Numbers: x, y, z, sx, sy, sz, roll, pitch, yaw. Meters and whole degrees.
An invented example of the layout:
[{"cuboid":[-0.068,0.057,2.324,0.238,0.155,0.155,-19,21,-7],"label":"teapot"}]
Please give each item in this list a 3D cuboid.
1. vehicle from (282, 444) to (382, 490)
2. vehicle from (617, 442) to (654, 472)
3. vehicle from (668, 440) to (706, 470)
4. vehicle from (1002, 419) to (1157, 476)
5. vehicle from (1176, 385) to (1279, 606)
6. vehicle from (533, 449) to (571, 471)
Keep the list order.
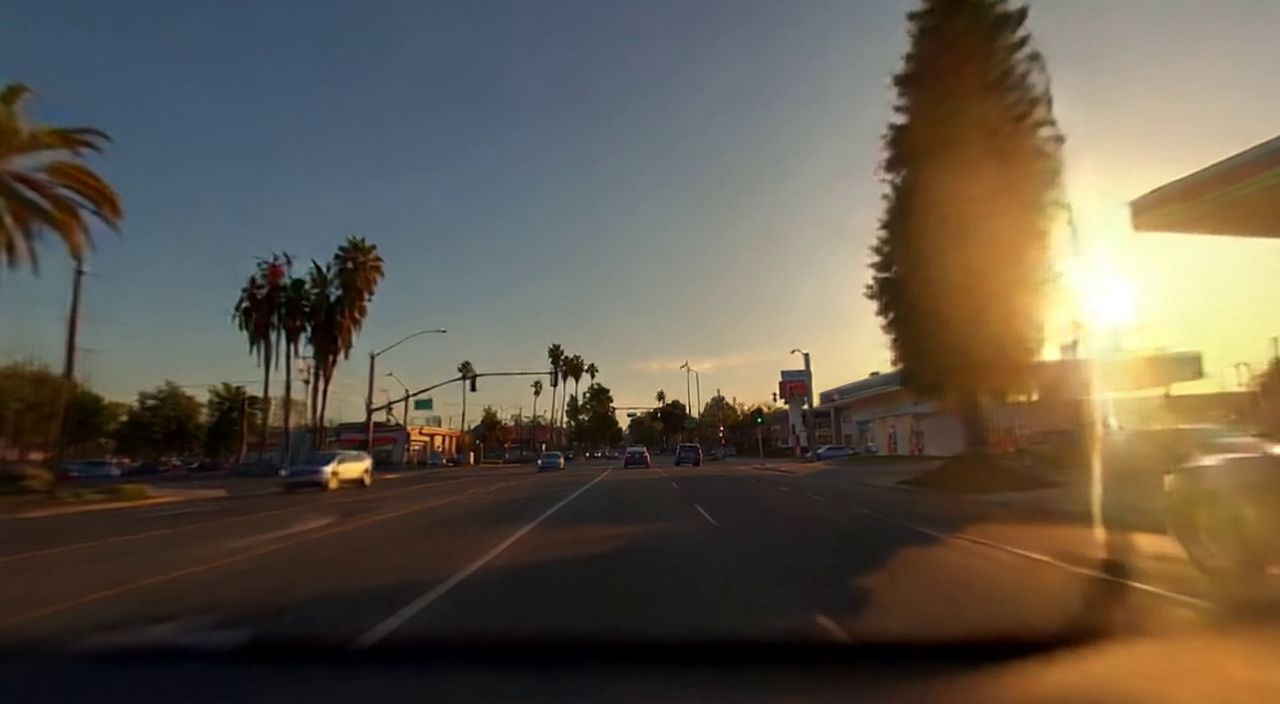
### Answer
[{"cuboid":[-13.311,4.974,27.724,2.111,1.791,4.542,0,-9,0],"label":"vehicle"},{"cuboid":[-0.271,6.637,40.174,2.177,1.754,3.815,0,-9,0],"label":"vehicle"},{"cuboid":[3.160,7.099,43.804,2.190,1.913,5.174,0,-9,-1],"label":"vehicle"},{"cuboid":[15.895,3.503,23.304,2.144,1.816,4.688,-1,-8,-2],"label":"vehicle"},{"cuboid":[6.360,0.951,3.692,2.066,1.807,4.893,0,-9,-1],"label":"vehicle"},{"cuboid":[-6.204,7.680,45.191,1.979,1.480,4.553,0,-9,1],"label":"vehicle"}]
